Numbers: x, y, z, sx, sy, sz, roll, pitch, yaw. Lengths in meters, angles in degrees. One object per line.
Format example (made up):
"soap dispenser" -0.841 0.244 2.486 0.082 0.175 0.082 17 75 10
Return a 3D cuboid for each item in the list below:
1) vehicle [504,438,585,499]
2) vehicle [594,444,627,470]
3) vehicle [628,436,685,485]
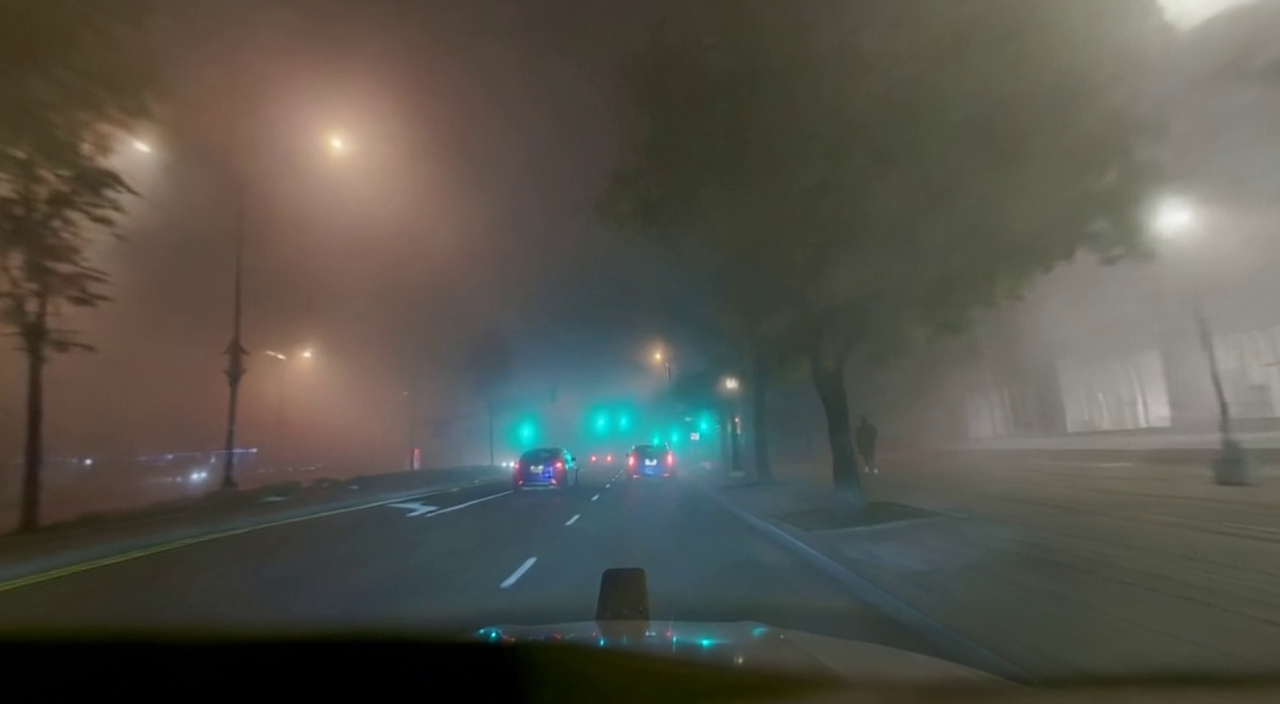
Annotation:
"vehicle" -2.948 3.694 20.342 1.940 1.722 3.823 -1 -9 1
"vehicle" -2.173 7.975 48.112 2.220 1.847 4.587 -1 -9 1
"vehicle" 0.639 4.355 25.552 2.120 1.758 3.917 -1 -9 1
